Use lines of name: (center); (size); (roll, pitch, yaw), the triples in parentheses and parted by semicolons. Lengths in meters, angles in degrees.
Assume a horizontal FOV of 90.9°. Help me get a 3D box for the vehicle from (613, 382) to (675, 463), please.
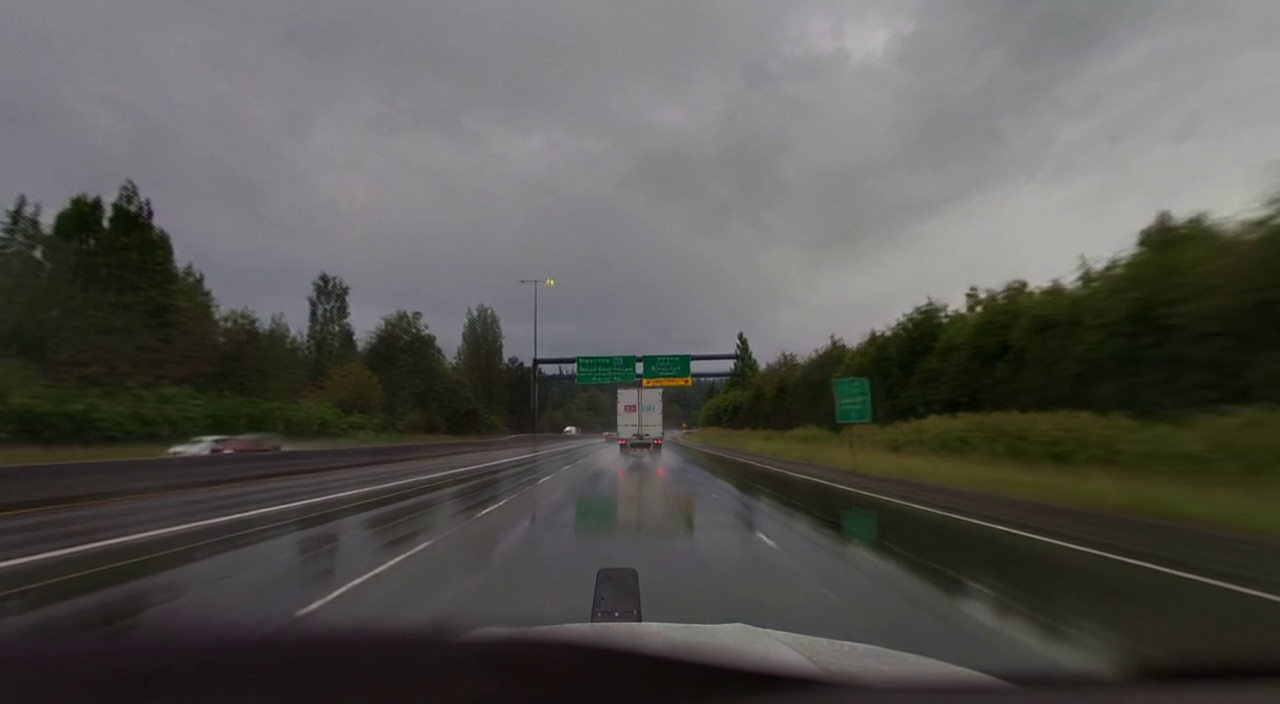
vehicle: (0.114, 3.838, 33.385); (2.855, 3.741, 8.587); (0, -8, -1)

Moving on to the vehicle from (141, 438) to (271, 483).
vehicle: (-17.770, 4.426, 26.137); (2.091, 1.672, 4.610); (0, -8, 1)
